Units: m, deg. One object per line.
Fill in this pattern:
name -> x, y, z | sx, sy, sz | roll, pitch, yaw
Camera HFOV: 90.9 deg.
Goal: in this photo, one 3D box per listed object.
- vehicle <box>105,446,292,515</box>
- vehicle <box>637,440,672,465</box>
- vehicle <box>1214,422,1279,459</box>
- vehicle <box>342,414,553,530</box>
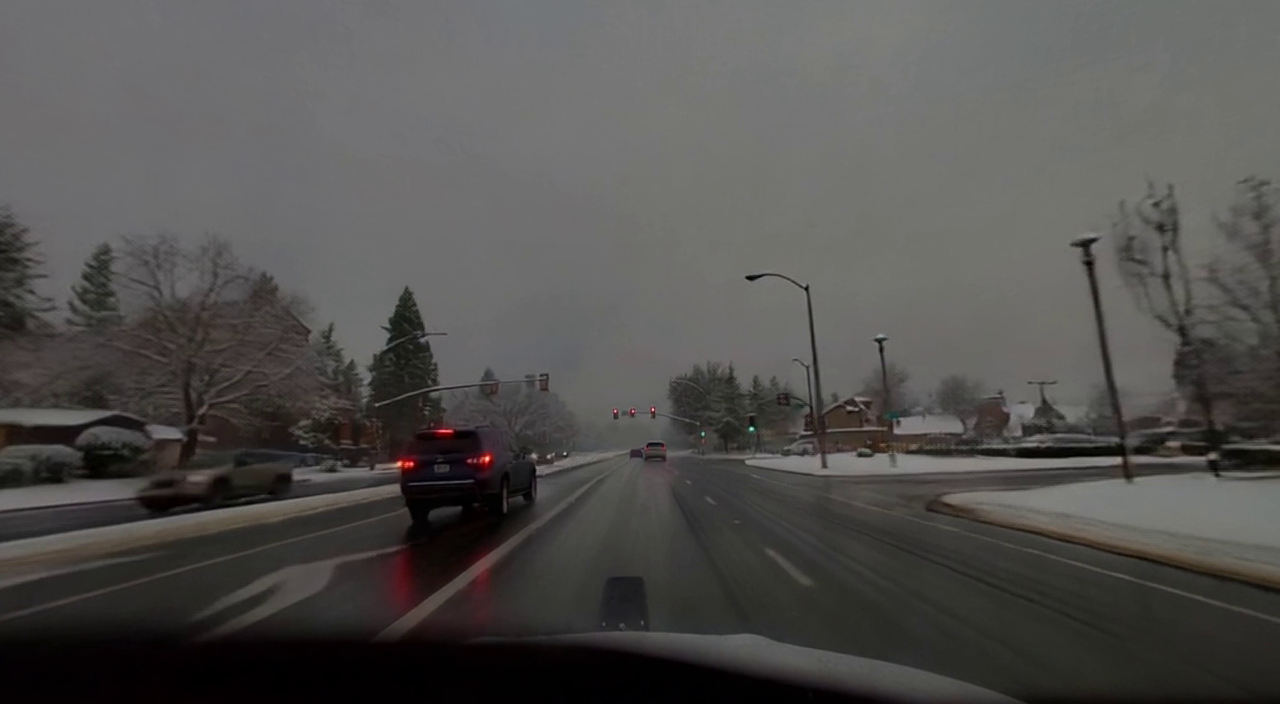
vehicle -> -11.829, 3.414, 17.358 | 1.914, 1.632, 4.377 | 0, -9, 0
vehicle -> 1.032, 7.629, 48.007 | 2.437, 1.737, 4.420 | 0, -9, -2
vehicle -> 33.005, 4.545, 32.577 | 2.003, 1.734, 4.821 | -4, -8, 0
vehicle -> -3.425, 2.313, 12.733 | 2.459, 1.825, 5.380 | 0, -9, 1
